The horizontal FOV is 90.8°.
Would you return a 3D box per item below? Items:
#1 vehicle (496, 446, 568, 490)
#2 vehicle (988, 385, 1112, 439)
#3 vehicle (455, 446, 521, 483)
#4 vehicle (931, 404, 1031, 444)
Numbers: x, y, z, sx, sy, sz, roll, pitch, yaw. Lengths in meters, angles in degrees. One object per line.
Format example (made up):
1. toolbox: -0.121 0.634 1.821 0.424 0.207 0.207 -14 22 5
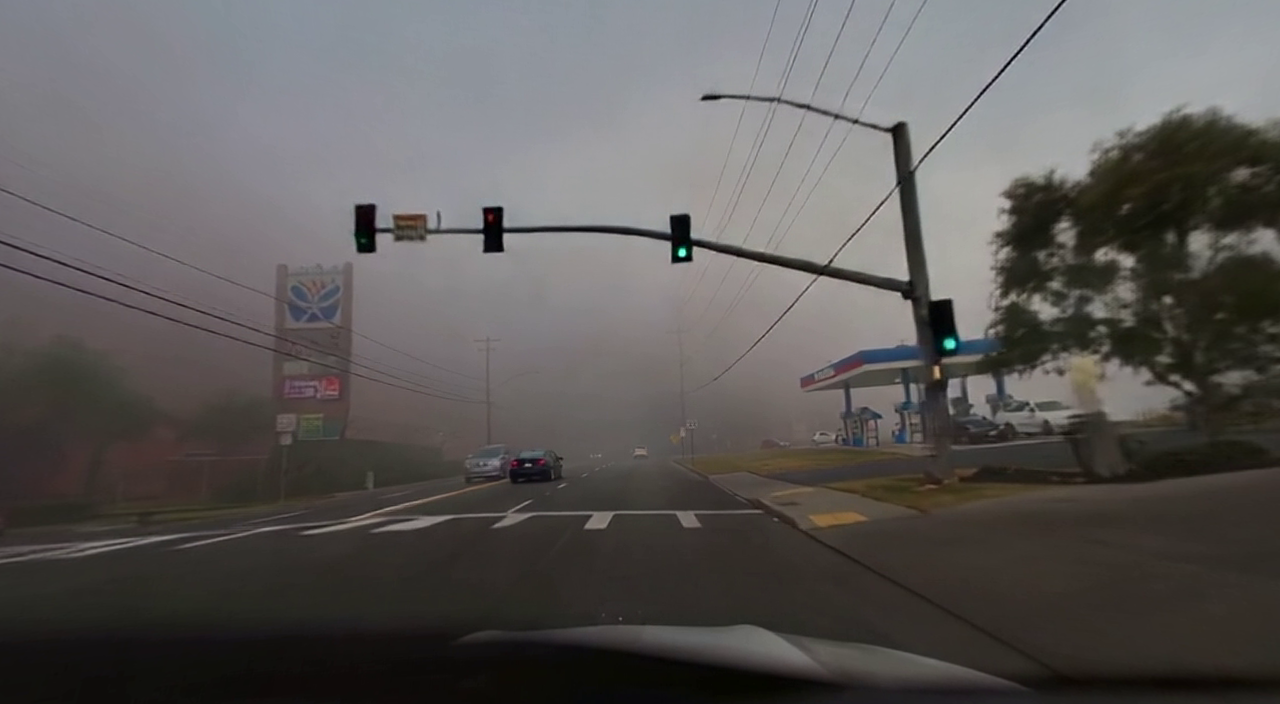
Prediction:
1. vehicle: -3.943 4.310 23.872 1.943 1.455 4.414 0 -8 0
2. vehicle: 17.431 2.669 27.201 2.014 2.048 4.717 0 -8 -2
3. vehicle: -9.012 6.705 38.024 2.256 1.772 5.738 -7 -9 2
4. vehicle: 14.359 3.113 26.880 1.835 1.549 4.178 0 -8 -1
